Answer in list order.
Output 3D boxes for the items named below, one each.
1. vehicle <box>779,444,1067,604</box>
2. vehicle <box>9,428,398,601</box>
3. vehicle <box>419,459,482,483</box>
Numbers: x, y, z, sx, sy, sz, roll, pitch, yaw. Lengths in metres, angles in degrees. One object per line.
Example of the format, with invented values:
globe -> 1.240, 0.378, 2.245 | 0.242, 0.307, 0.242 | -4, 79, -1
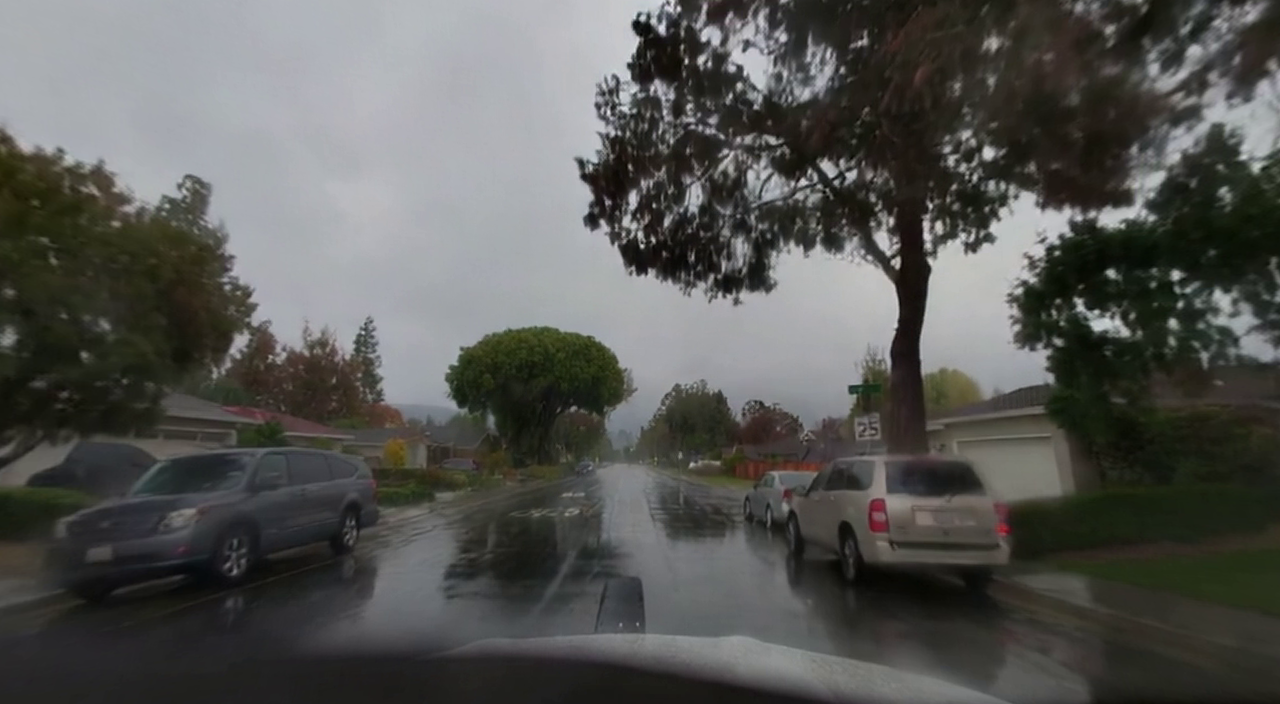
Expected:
vehicle -> 3.643, 2.350, 9.345 | 2.033, 1.730, 4.554 | 1, -11, -1
vehicle -> -6.148, 2.443, 10.245 | 2.322, 1.949, 5.695 | 0, -11, -2
vehicle -> -13.780, 8.735, 46.138 | 3.921, 1.629, 1.832 | 0, -12, 2
